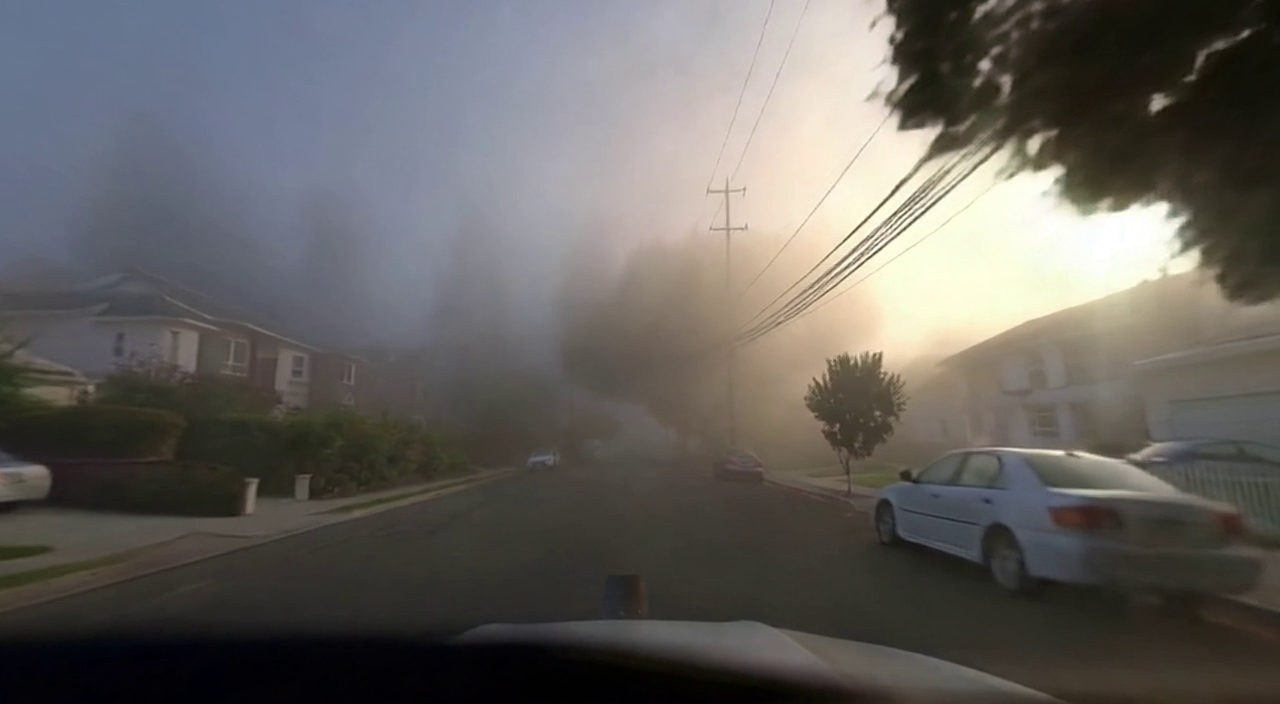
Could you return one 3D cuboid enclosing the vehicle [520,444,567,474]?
[{"bbox_3d":[-5.748,6.428,38.296,1.954,1.551,5.128,-3,-8,1],"label":"vehicle"}]

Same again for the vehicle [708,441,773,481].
[{"bbox_3d":[4.211,4.650,27.162,2.020,1.558,3.925,1,-9,-2],"label":"vehicle"}]

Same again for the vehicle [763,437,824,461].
[{"bbox_3d":[11.477,7.299,47.325,4.293,1.657,1.961,-2,-12,15],"label":"vehicle"}]

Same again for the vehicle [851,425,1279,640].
[{"bbox_3d":[4.217,1.654,6.987,1.936,1.464,5.141,1,-9,-1],"label":"vehicle"}]
